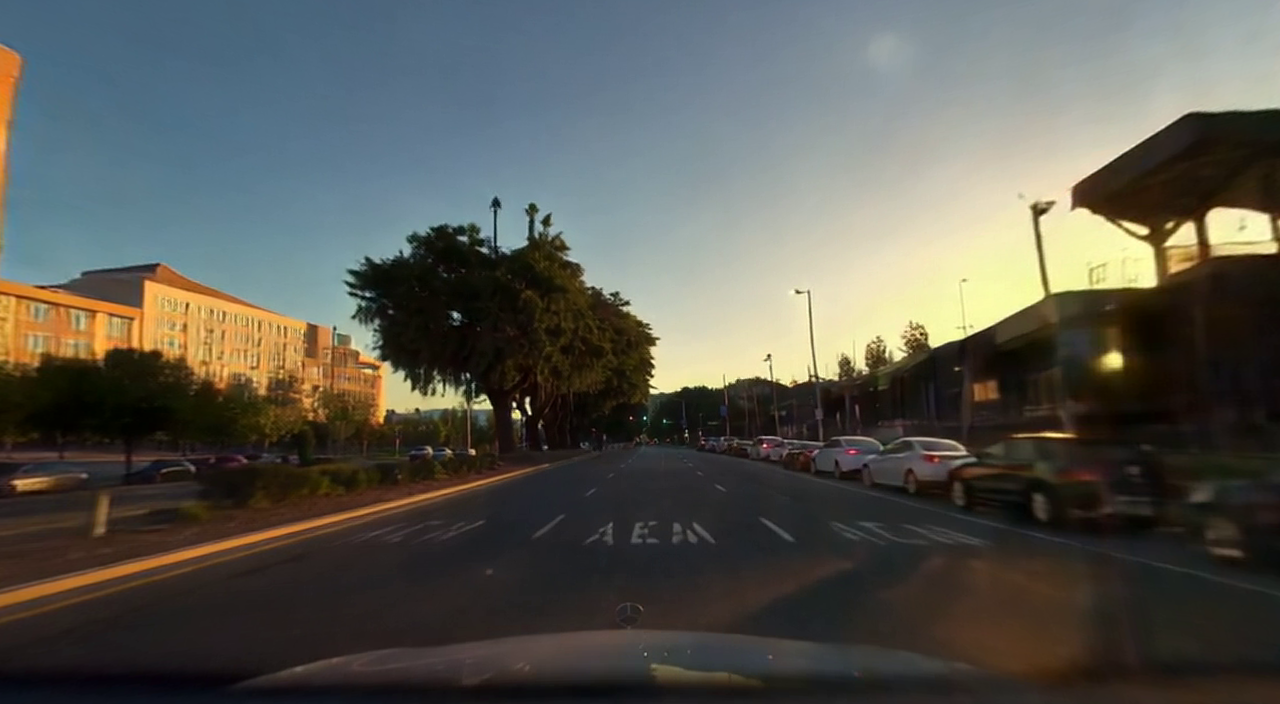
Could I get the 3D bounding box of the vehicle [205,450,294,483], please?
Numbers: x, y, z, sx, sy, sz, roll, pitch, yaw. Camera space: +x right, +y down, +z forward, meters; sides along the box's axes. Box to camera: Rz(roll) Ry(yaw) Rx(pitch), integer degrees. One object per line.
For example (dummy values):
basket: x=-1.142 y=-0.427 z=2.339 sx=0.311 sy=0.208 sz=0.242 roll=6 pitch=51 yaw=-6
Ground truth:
vehicle: x=-21.633 y=6.328 z=35.169 sx=1.936 sy=1.538 sz=4.777 roll=-4 pitch=-8 yaw=0

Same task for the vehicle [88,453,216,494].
vehicle: x=-21.779 y=5.420 z=28.480 sx=1.827 sy=1.518 sz=4.870 roll=-3 pitch=-8 yaw=2

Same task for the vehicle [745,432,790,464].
vehicle: x=7.891 y=5.998 z=39.441 sx=1.908 sy=1.833 sz=4.711 roll=0 pitch=-8 yaw=1

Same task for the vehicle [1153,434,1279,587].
vehicle: x=7.124 y=1.417 z=5.319 sx=1.788 sy=1.475 sz=4.493 roll=0 pitch=-8 yaw=0

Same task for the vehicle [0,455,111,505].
vehicle: x=-22.080 y=4.645 z=22.897 sx=1.990 sy=1.525 sz=4.387 roll=-7 pitch=-9 yaw=1

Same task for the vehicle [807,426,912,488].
vehicle: x=7.380 y=3.592 z=21.801 sx=1.974 sy=1.876 sz=4.842 roll=-1 pitch=-8 yaw=2

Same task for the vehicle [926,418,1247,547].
vehicle: x=7.091 y=2.110 z=10.968 sx=1.963 sy=1.701 sz=5.028 roll=0 pitch=-8 yaw=1
